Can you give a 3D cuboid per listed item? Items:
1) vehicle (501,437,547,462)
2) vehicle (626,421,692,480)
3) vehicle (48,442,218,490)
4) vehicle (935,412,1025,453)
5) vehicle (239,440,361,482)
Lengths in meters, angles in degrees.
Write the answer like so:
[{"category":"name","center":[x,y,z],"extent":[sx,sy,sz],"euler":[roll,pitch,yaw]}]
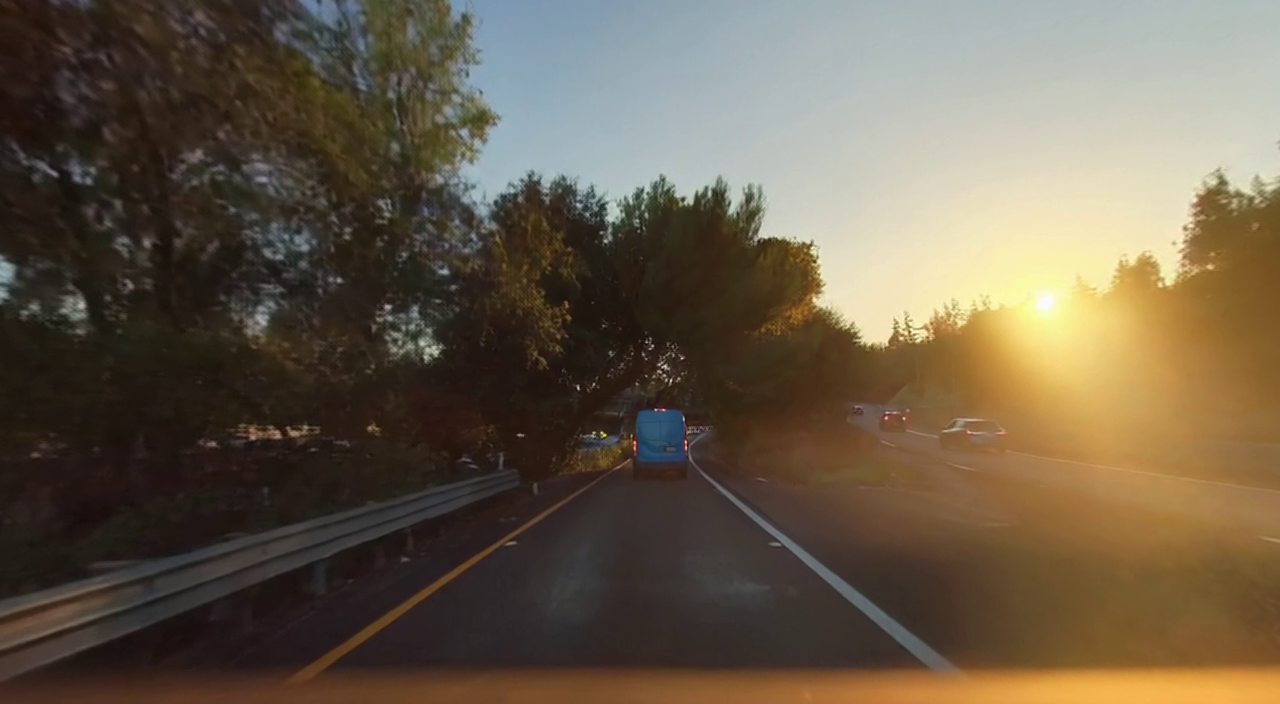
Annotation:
[{"category":"vehicle","center":[-7.567,6.363,41.391],"extent":[1.896,1.543,4.429],"euler":[-1,-8,4]},{"category":"vehicle","center":[0.623,3.371,21.902],"extent":[2.043,1.821,4.558],"euler":[0,-8,1]},{"category":"vehicle","center":[-17.197,3.835,21.785],"extent":[1.825,1.437,4.692],"euler":[-1,-8,3]},{"category":"vehicle","center":[14.978,3.628,28.095],"extent":[2.098,1.654,4.637],"euler":[-2,-8,10]},{"category":"vehicle","center":[-12.936,4.146,24.384],"extent":[1.918,1.451,4.668],"euler":[-1,-8,3]}]
